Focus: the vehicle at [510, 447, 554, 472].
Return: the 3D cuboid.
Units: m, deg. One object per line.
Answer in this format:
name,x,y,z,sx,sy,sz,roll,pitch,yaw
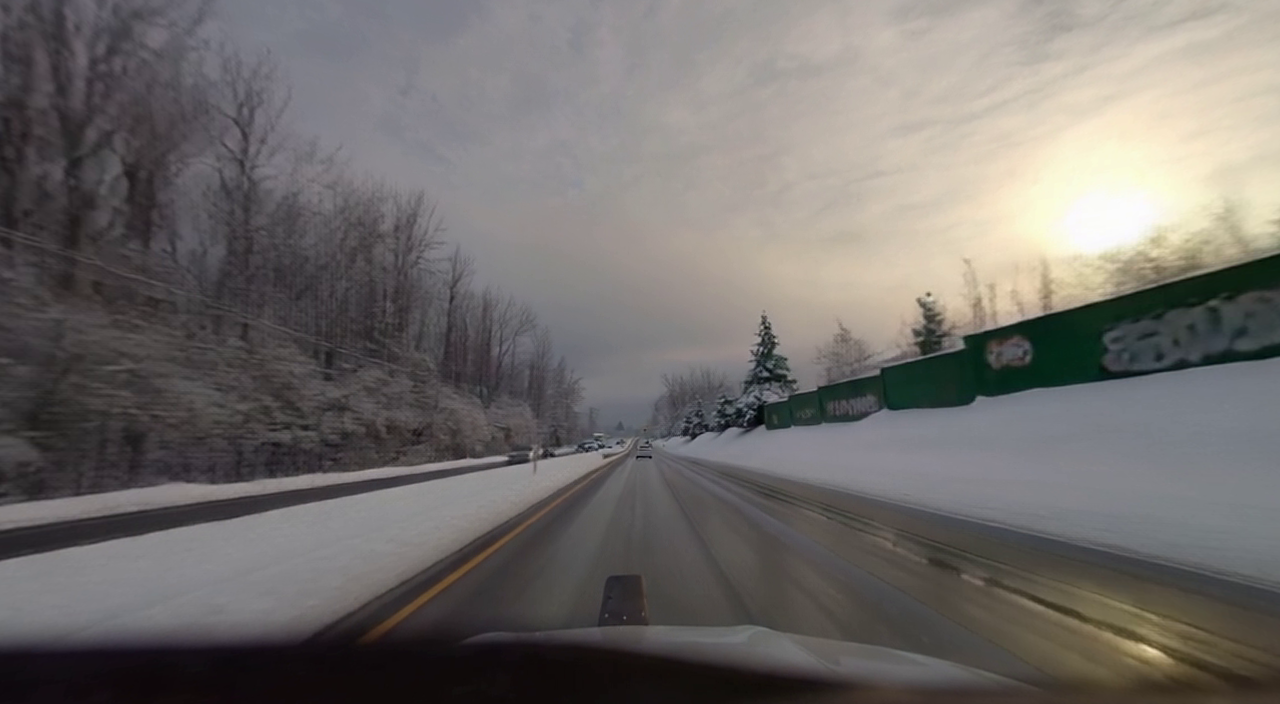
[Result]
vehicle,-6.899,6.901,40.631,2.034,1.457,4.469,0,-8,1
